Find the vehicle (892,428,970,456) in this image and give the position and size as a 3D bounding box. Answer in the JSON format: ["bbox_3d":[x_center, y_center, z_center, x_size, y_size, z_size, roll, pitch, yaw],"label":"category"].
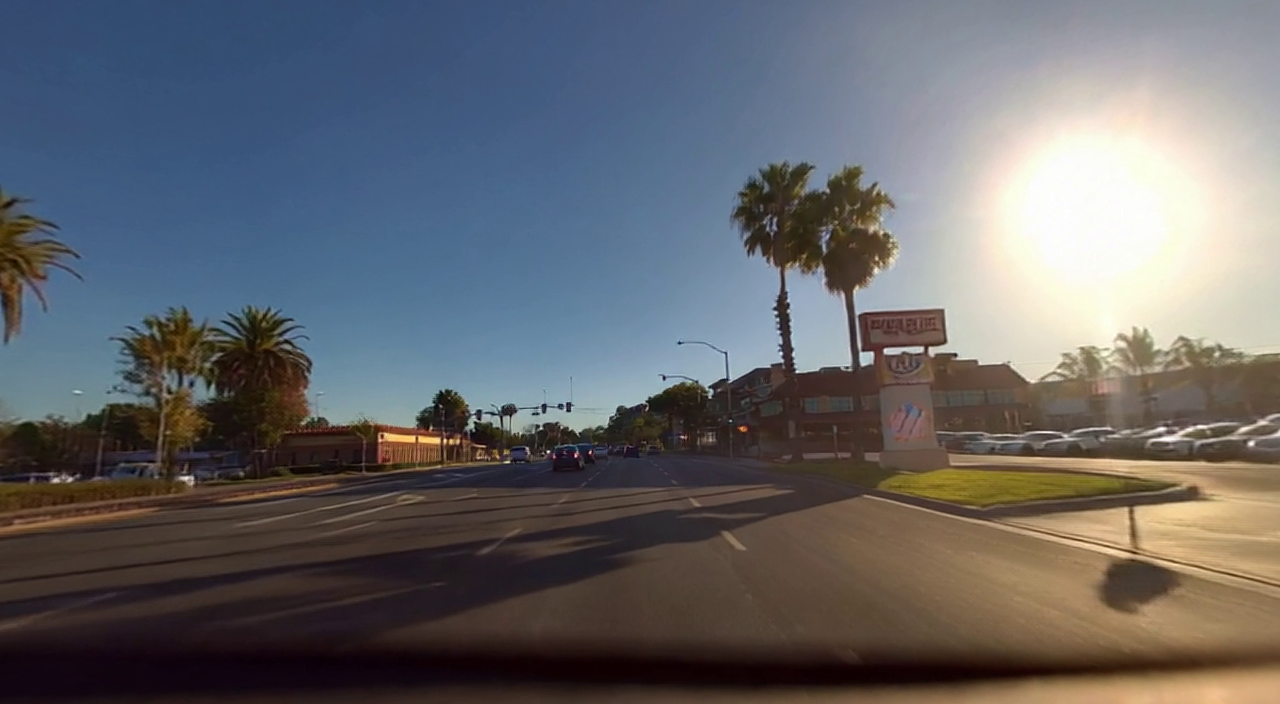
[{"bbox_3d":[20.744,6.441,45.035,4.753,1.809,2.016,-6,-9,28],"label":"vehicle"}]

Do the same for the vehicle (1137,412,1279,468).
[{"bbox_3d":[21.273,3.181,22.675,4.764,1.846,2.370,-4,-9,21],"label":"vehicle"}]

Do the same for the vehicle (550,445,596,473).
[{"bbox_3d":[-3.678,5.990,35.546,2.181,1.483,4.123,0,-9,0],"label":"vehicle"}]

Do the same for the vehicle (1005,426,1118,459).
[{"bbox_3d":[21.396,4.674,32.313,4.505,1.584,2.015,-5,-10,27],"label":"vehicle"}]

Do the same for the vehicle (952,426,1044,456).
[{"bbox_3d":[21.625,5.438,38.362,4.600,1.677,1.980,-5,-10,26],"label":"vehicle"}]
